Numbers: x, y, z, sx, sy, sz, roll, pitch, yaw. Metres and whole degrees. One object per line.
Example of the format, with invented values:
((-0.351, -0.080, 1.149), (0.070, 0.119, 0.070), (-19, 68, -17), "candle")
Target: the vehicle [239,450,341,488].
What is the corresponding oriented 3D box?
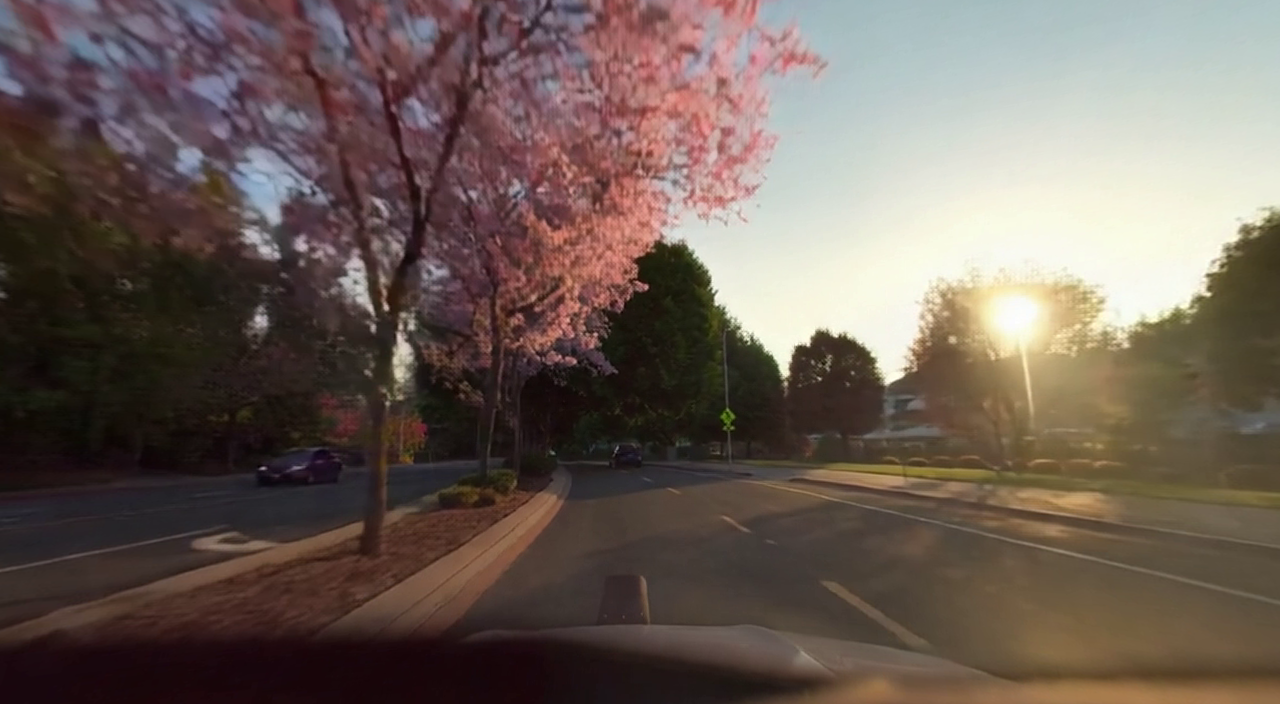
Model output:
((-15.230, 5.091, 27.685), (2.046, 1.523, 4.802), (1, -9, -4), "vehicle")
